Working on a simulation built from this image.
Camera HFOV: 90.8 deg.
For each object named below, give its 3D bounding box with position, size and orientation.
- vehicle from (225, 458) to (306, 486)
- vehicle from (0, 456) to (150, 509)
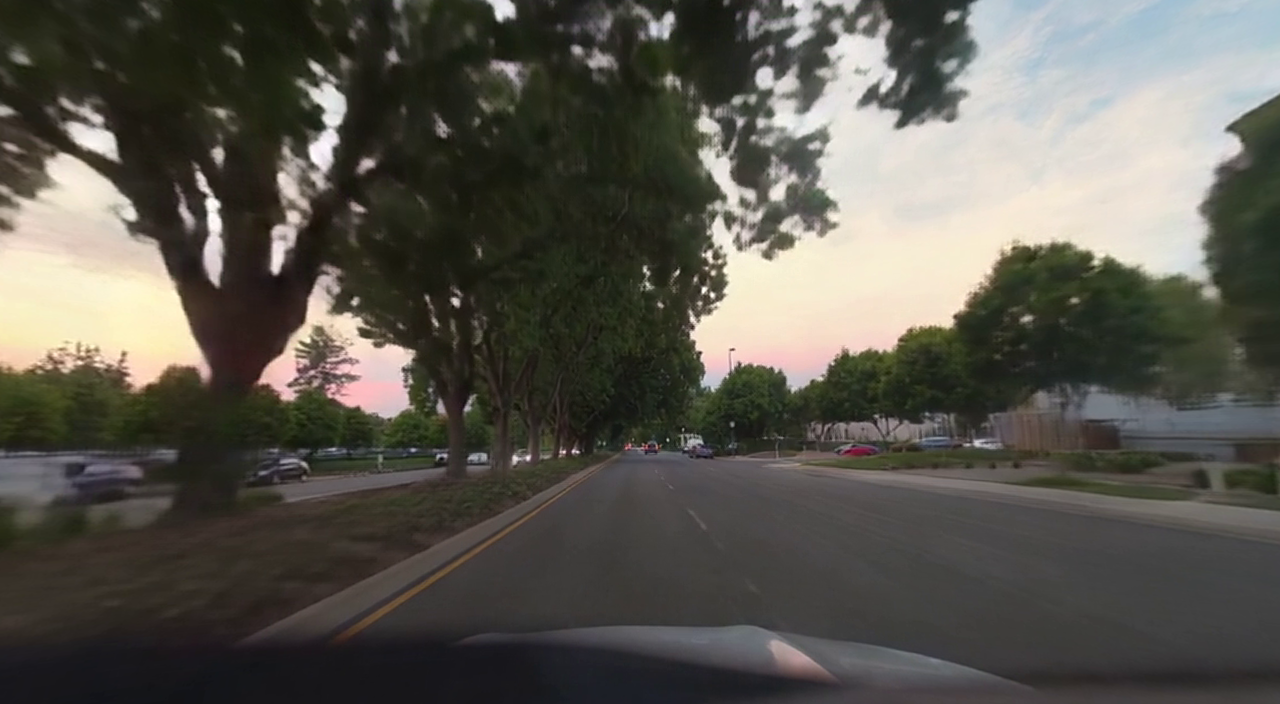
[{"bbox_3d":[-21.438,6.856,36.367,1.847,1.454,4.413,0,-9,1],"label":"vehicle"},{"bbox_3d":[-21.963,4.975,24.546,1.922,1.738,4.556,-1,-9,4],"label":"vehicle"}]
